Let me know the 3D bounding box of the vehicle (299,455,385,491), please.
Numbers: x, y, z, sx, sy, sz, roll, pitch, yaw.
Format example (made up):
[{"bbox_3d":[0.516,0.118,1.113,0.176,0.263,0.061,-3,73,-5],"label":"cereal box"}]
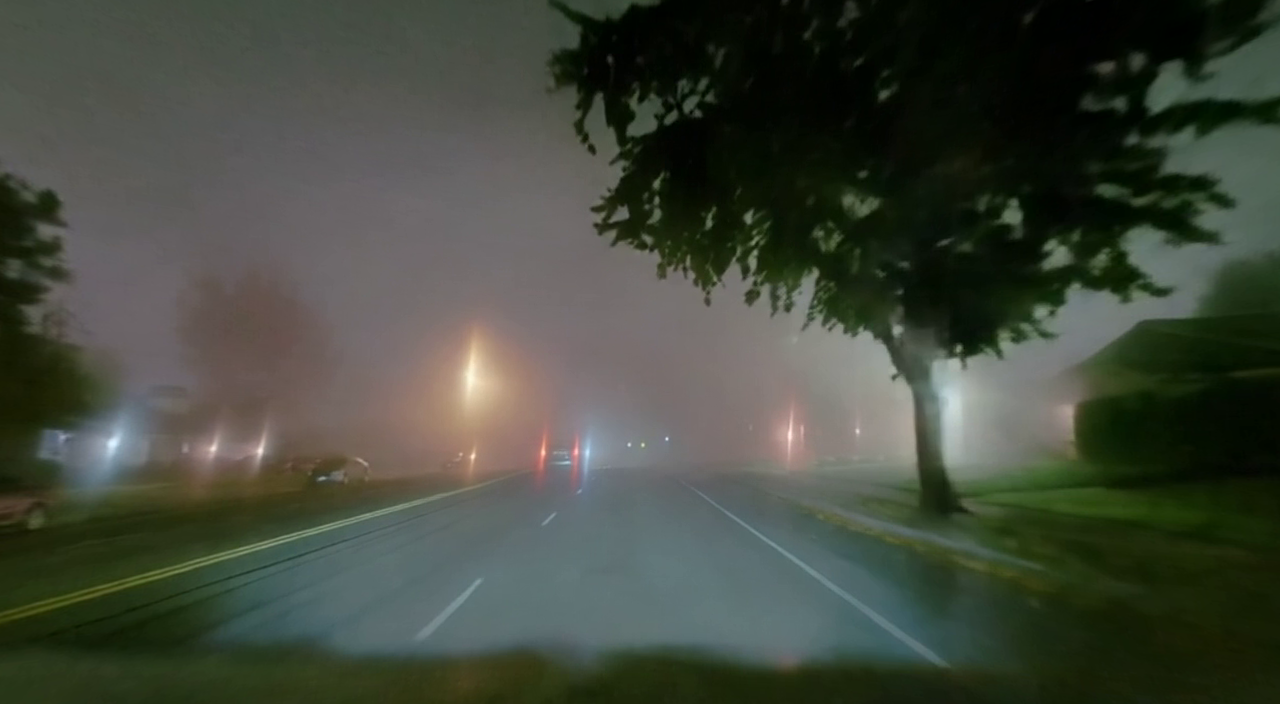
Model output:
[{"bbox_3d":[-14.299,5.810,30.636,1.900,1.494,4.730,0,-8,-1],"label":"vehicle"}]

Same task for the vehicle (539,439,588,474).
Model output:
[{"bbox_3d":[-4.045,5.583,33.995,2.135,1.731,4.232,0,-8,0],"label":"vehicle"}]

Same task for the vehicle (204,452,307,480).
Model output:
[{"bbox_3d":[-21.722,6.438,35.756,4.669,1.464,1.879,-1,-9,6],"label":"vehicle"}]
